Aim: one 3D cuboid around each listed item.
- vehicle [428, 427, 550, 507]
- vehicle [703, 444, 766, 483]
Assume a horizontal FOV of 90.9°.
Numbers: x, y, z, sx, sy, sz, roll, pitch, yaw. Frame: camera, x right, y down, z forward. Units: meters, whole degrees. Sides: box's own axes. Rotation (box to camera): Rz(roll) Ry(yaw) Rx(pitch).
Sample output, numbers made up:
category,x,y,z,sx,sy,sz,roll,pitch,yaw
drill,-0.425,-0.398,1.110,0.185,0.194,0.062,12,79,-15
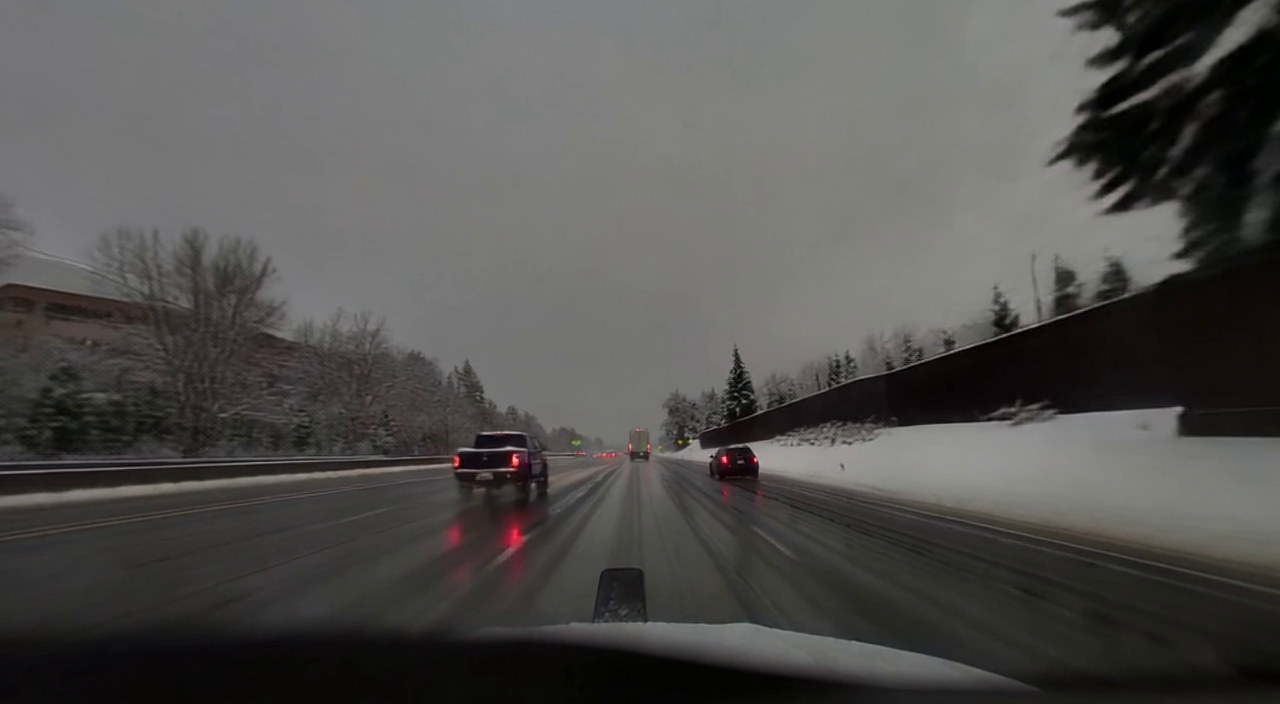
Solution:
category,x,y,z,sx,sy,sz,roll,pitch,yaw
vehicle,-3.776,2.972,16.652,2.014,1.811,4.369,0,-9,2
vehicle,3.993,4.800,27.353,1.973,1.536,4.337,0,-9,-1
